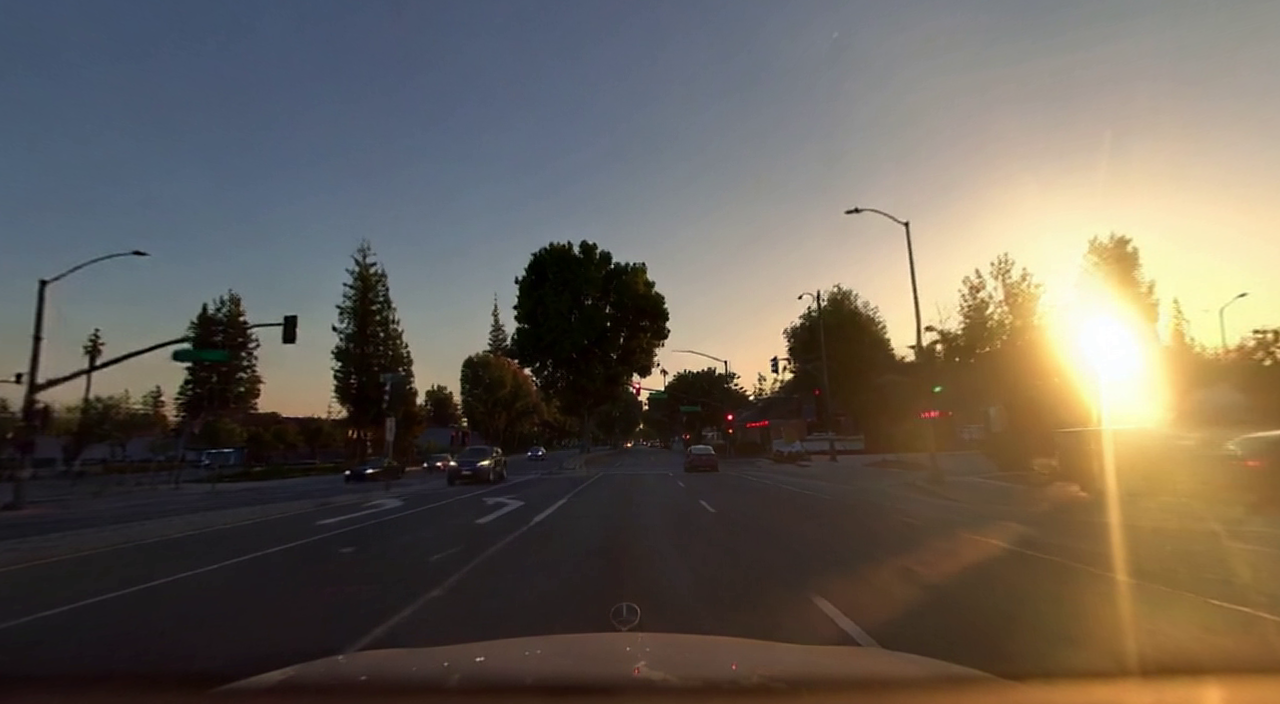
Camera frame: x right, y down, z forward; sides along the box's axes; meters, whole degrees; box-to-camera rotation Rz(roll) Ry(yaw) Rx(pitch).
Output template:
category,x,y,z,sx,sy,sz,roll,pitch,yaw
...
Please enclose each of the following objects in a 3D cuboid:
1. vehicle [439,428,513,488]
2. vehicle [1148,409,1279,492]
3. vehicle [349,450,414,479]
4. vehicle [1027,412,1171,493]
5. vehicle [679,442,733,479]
category,x,y,z,sx,sy,sz,roll,pitch,yaw
vehicle,-6.313,4.154,25.046,2.270,2.068,5.517,1,-9,-9
vehicle,14.844,2.468,16.331,2.067,1.818,4.779,-12,-12,42
vehicle,-15.381,6.719,37.897,1.931,1.590,4.478,0,-9,1
vehicle,13.424,2.846,18.356,5.115,1.997,2.279,6,-13,-44
vehicle,3.026,5.056,29.758,1.961,1.580,4.020,0,-9,-2
